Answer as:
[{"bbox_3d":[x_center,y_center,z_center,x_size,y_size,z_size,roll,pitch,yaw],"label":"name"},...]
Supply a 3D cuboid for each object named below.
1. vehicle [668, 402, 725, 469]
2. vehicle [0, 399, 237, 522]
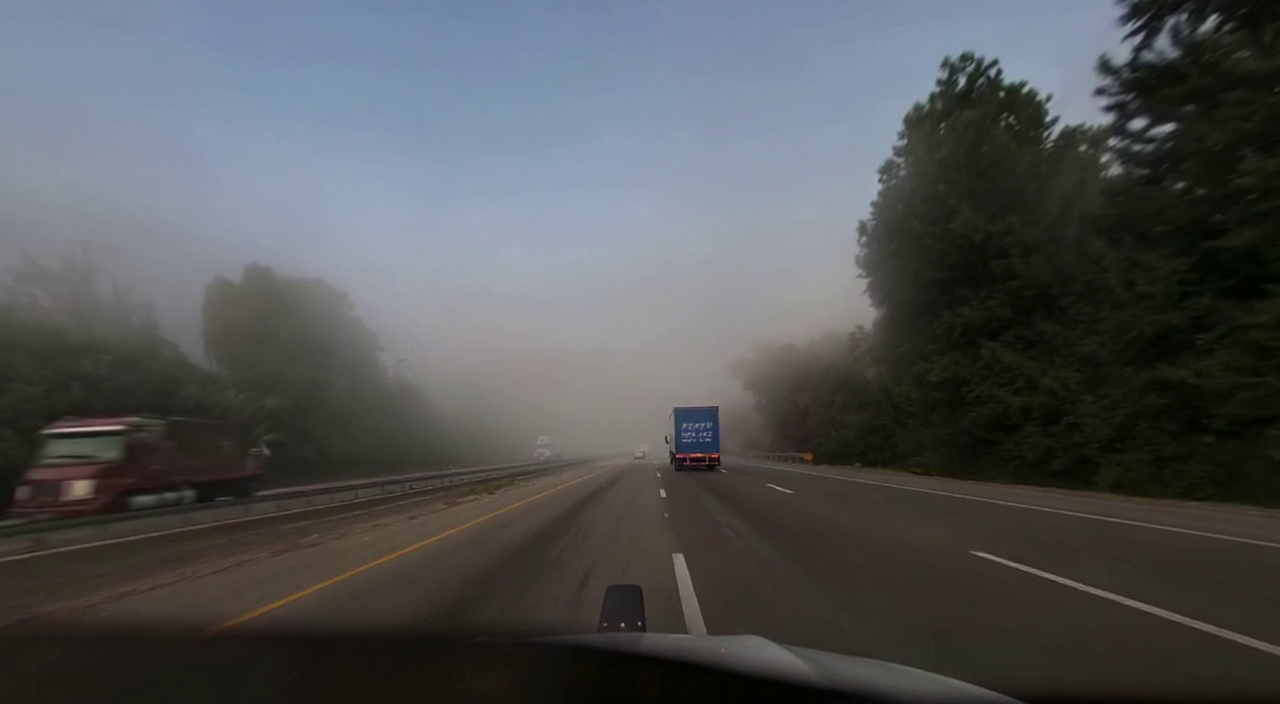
[{"bbox_3d":[3.859,6.246,46.466,3.341,4.269,12.252,0,-9,1],"label":"vehicle"},{"bbox_3d":[-17.244,3.390,19.957,2.865,3.040,8.800,-1,-9,2],"label":"vehicle"}]
